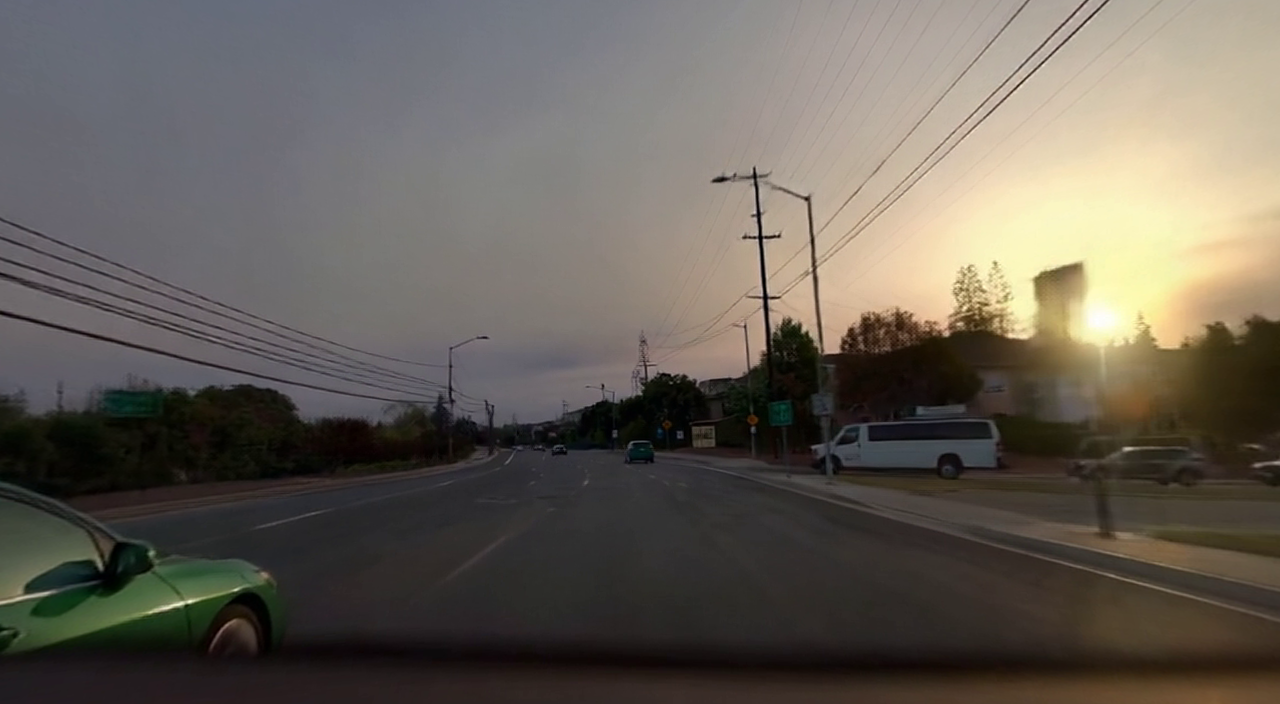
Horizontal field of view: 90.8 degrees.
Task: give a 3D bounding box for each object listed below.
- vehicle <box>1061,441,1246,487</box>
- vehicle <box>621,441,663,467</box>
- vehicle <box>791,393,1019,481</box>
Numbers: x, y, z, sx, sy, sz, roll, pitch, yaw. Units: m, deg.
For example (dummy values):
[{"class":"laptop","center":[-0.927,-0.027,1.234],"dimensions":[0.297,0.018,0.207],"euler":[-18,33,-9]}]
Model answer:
[{"class":"vehicle","center":[17.274,3.777,21.540],"dimensions":[4.396,1.447,1.838],"euler":[-3,-9,17]},{"class":"vehicle","center":[0.068,6.294,39.131],"dimensions":[2.015,1.467,4.117],"euler":[1,-9,-8]},{"class":"vehicle","center":[10.391,3.438,25.206],"dimensions":[7.877,3.013,2.916],"euler":[-5,-10,30]}]
